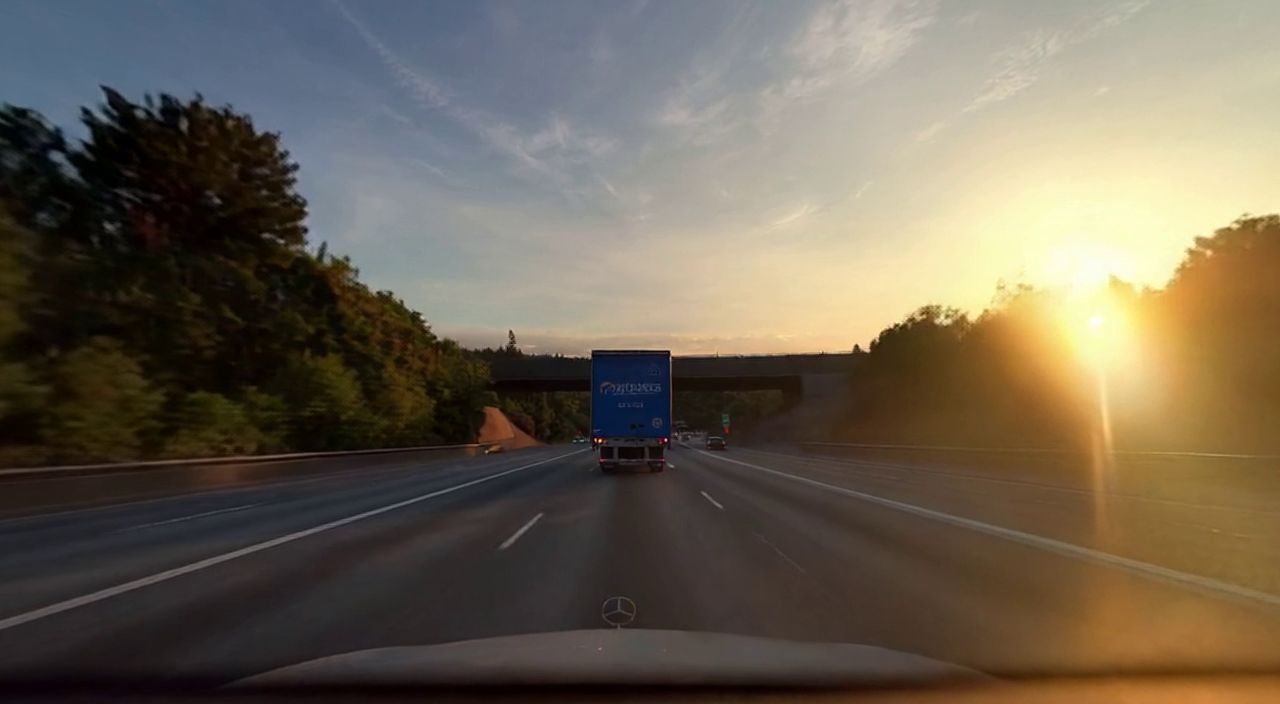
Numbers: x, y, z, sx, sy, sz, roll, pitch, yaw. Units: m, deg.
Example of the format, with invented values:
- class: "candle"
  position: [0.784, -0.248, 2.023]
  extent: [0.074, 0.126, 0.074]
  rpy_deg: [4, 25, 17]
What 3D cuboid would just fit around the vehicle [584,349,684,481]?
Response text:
- class: "vehicle"
  position: [-0.424, 2.500, 23.555]
  extent: [2.895, 3.861, 10.213]
  rpy_deg: [0, -8, -3]
